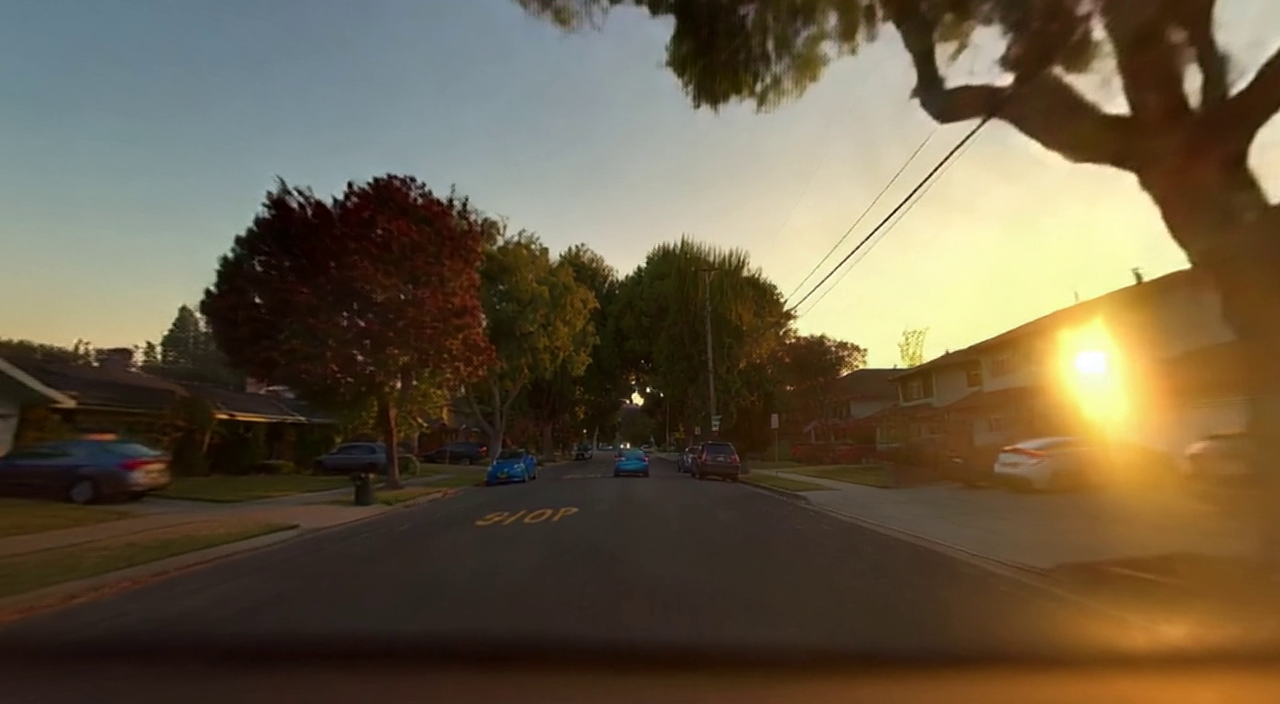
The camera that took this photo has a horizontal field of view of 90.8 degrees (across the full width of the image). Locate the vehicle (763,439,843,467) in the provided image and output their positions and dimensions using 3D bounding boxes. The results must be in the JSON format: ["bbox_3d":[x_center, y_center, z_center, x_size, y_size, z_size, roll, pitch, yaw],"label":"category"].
[{"bbox_3d":[10.807,6.681,42.051,4.730,1.504,1.894,-4,-8,0],"label":"vehicle"}]

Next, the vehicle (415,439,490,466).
[{"bbox_3d":[-13.573,7.290,45.915,4.836,1.831,1.982,0,-9,-2],"label":"vehicle"}]

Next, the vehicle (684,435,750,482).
[{"bbox_3d":[3.436,4.903,29.247,2.221,1.960,4.927,0,-9,-2],"label":"vehicle"}]

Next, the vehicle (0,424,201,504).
[{"bbox_3d":[-13.156,2.568,14.621,4.551,1.700,1.920,0,-9,2],"label":"vehicle"}]

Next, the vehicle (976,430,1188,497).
[{"bbox_3d":[11.512,2.893,16.669,4.157,1.520,1.938,-1,-8,-4],"label":"vehicle"}]

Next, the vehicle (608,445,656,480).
[{"bbox_3d":[-0.360,4.904,28.258,2.000,1.449,4.006,0,-9,-1],"label":"vehicle"}]

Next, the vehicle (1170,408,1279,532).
[{"bbox_3d":[11.975,1.730,10.440,4.620,1.735,1.969,-6,-8,-4],"label":"vehicle"}]

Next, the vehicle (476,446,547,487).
[{"bbox_3d":[-5.450,4.895,27.388,1.984,1.498,4.508,-3,-8,2],"label":"vehicle"}]
